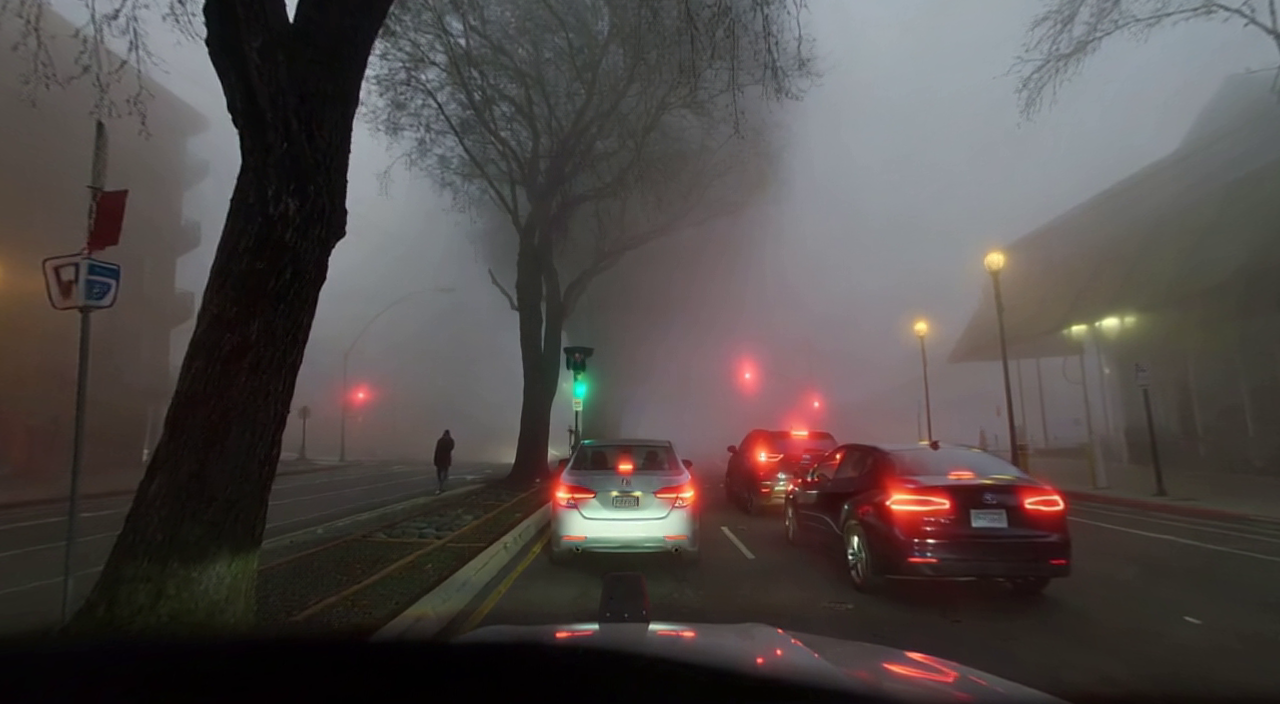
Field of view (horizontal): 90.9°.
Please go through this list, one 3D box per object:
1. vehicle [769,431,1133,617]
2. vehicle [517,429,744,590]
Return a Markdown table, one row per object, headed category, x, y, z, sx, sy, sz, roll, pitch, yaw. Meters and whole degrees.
| category | x | y | z | sx | sy | sz | roll | pitch | yaw |
| --- | --- | --- | --- | --- | --- | --- | --- | --- | --- |
| vehicle | 2.909 | 1.680 | 7.182 | 1.893 | 1.446 | 4.270 | 0 | -8 | -1 |
| vehicle | -0.103 | 1.761 | 7.942 | 2.087 | 1.456 | 4.143 | 0 | -8 | -1 |
